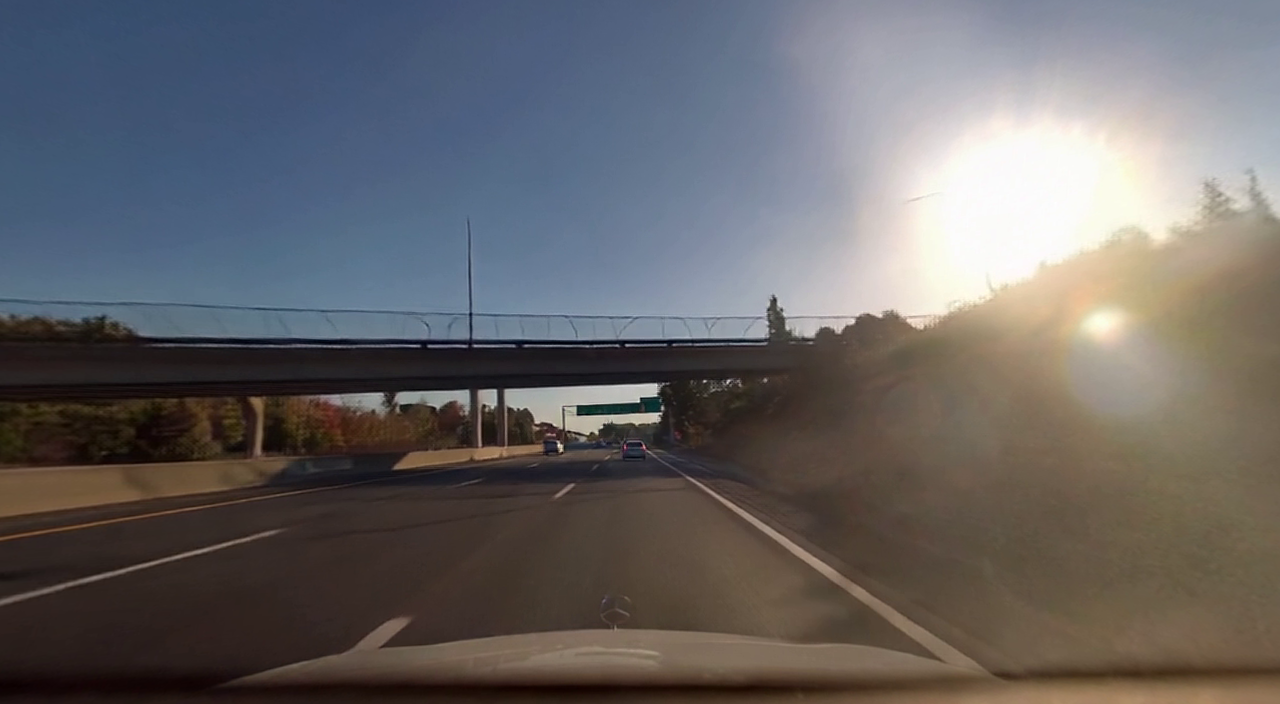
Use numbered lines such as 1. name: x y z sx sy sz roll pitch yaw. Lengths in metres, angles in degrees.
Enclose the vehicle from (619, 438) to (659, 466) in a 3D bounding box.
1. vehicle: -0.086 5.550 35.143 2.072 1.440 3.690 0 -8 -1
